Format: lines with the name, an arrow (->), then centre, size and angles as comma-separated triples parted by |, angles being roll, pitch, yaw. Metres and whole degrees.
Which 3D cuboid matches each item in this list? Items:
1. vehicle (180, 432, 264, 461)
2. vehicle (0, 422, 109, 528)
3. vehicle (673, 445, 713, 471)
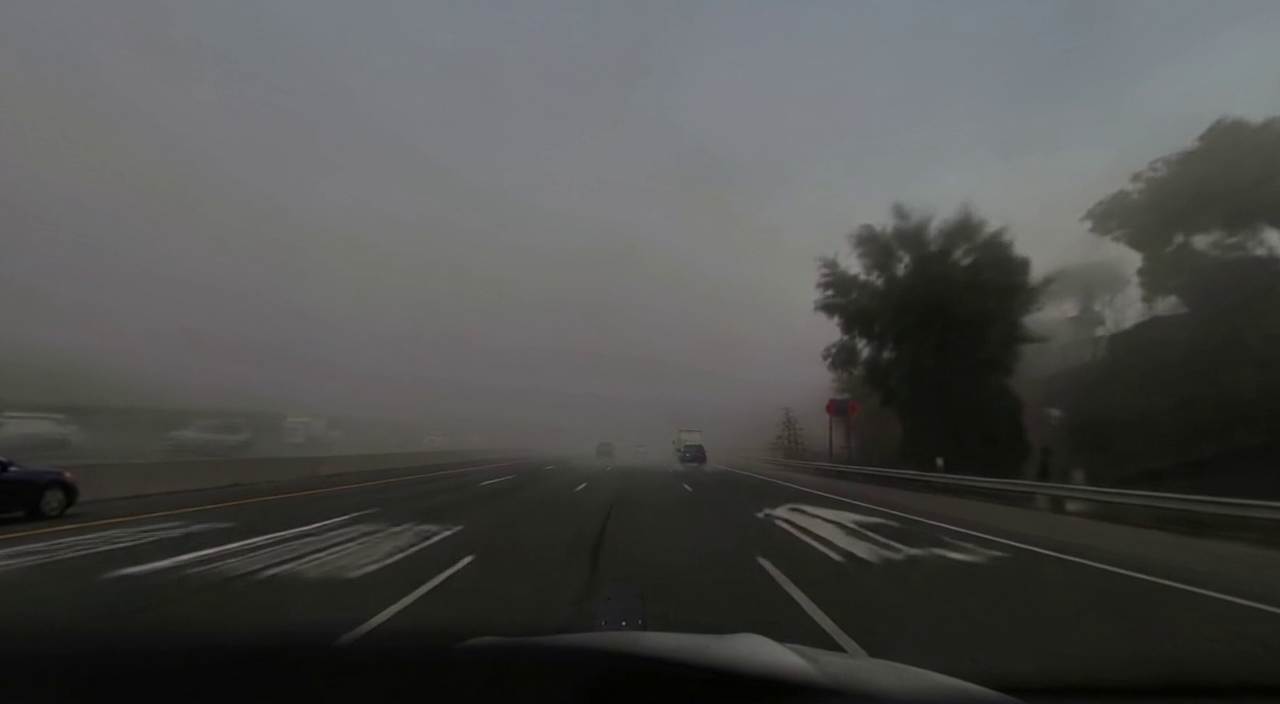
vehicle -> -24.496, 5.558, 37.205 | 1.874, 1.549, 4.444 | 0, -8, 0
vehicle -> -11.285, 1.942, 9.863 | 1.995, 1.682, 4.516 | 0, -8, 0
vehicle -> 3.227, 6.555, 39.294 | 2.059, 1.509, 4.670 | 0, -8, 0
